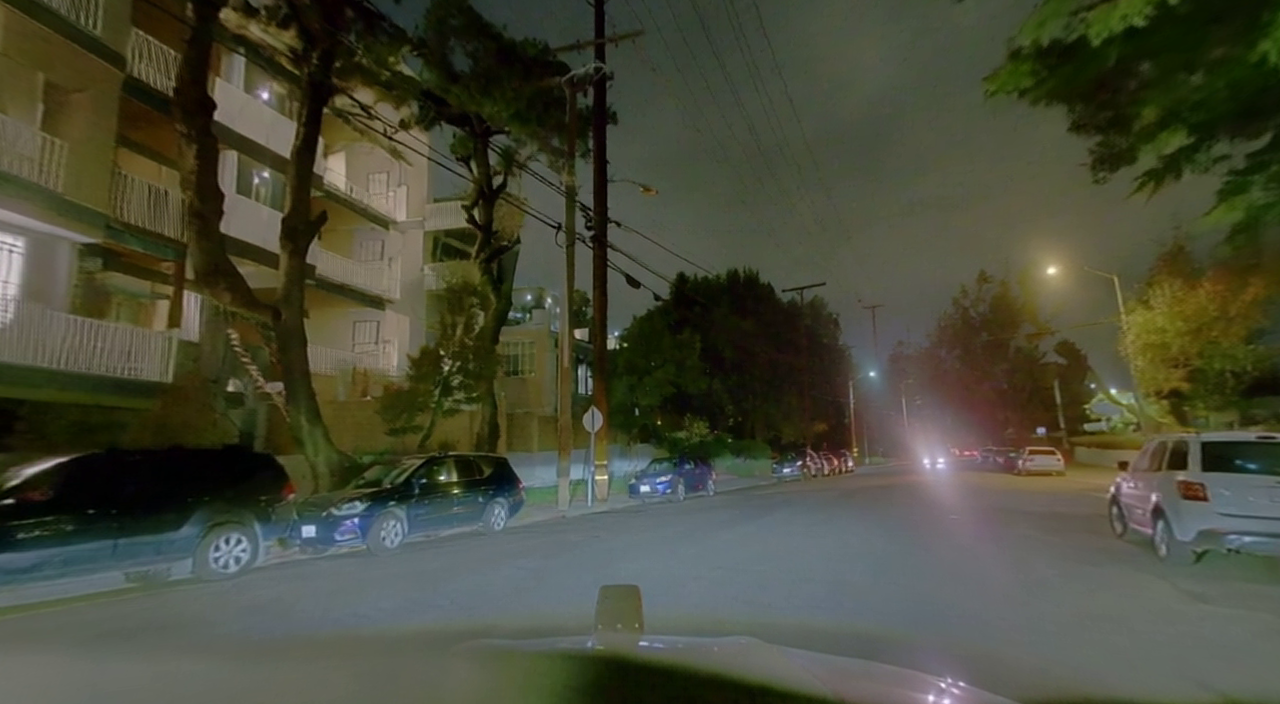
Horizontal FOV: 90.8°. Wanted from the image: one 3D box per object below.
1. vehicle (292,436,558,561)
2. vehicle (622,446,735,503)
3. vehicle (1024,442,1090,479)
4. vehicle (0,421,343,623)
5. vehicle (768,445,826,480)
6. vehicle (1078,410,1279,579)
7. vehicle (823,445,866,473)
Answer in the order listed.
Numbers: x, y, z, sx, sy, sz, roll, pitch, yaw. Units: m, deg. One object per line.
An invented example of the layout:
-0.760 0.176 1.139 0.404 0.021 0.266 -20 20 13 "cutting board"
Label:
-3.772 2.671 11.971 2.068 1.745 4.579 -12 -14 24 "vehicle"
1.497 4.316 22.393 2.017 1.582 4.664 -13 -15 27 "vehicle"
18.501 4.780 28.207 1.964 1.515 4.055 -5 -10 28 "vehicle"
-6.346 1.920 7.337 1.973 1.848 5.100 -13 -13 25 "vehicle"
8.945 6.186 35.701 2.011 1.801 4.676 -5 -10 28 "vehicle"
7.512 1.718 8.330 2.180 1.677 4.432 -5 -10 27 "vehicle"
15.179 7.952 46.742 1.953 1.699 4.234 -11 -17 29 "vehicle"
